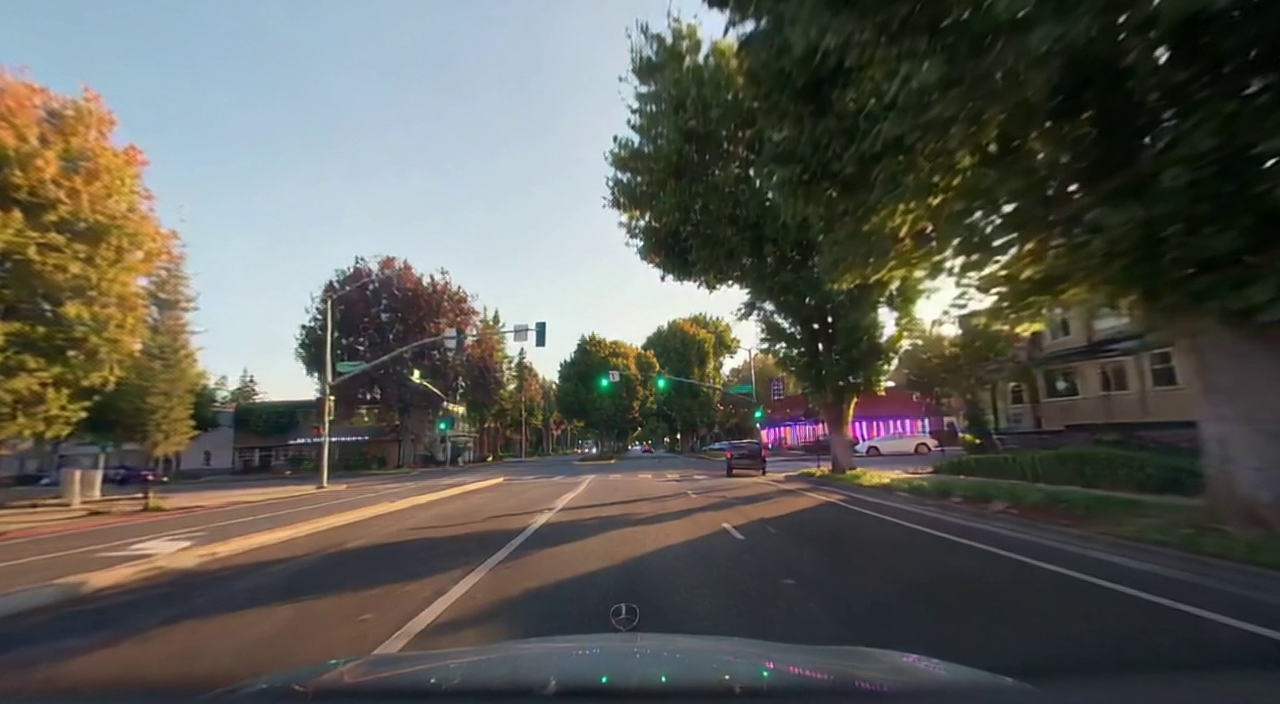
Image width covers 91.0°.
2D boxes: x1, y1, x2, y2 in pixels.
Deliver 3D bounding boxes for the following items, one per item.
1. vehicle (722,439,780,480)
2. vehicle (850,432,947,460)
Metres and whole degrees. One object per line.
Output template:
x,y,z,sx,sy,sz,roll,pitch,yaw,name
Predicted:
4.468,4.288,25.393,2.064,1.470,4.610,-1,-9,10,vehicle
15.051,5.518,36.859,4.704,1.544,2.112,0,-9,1,vehicle
